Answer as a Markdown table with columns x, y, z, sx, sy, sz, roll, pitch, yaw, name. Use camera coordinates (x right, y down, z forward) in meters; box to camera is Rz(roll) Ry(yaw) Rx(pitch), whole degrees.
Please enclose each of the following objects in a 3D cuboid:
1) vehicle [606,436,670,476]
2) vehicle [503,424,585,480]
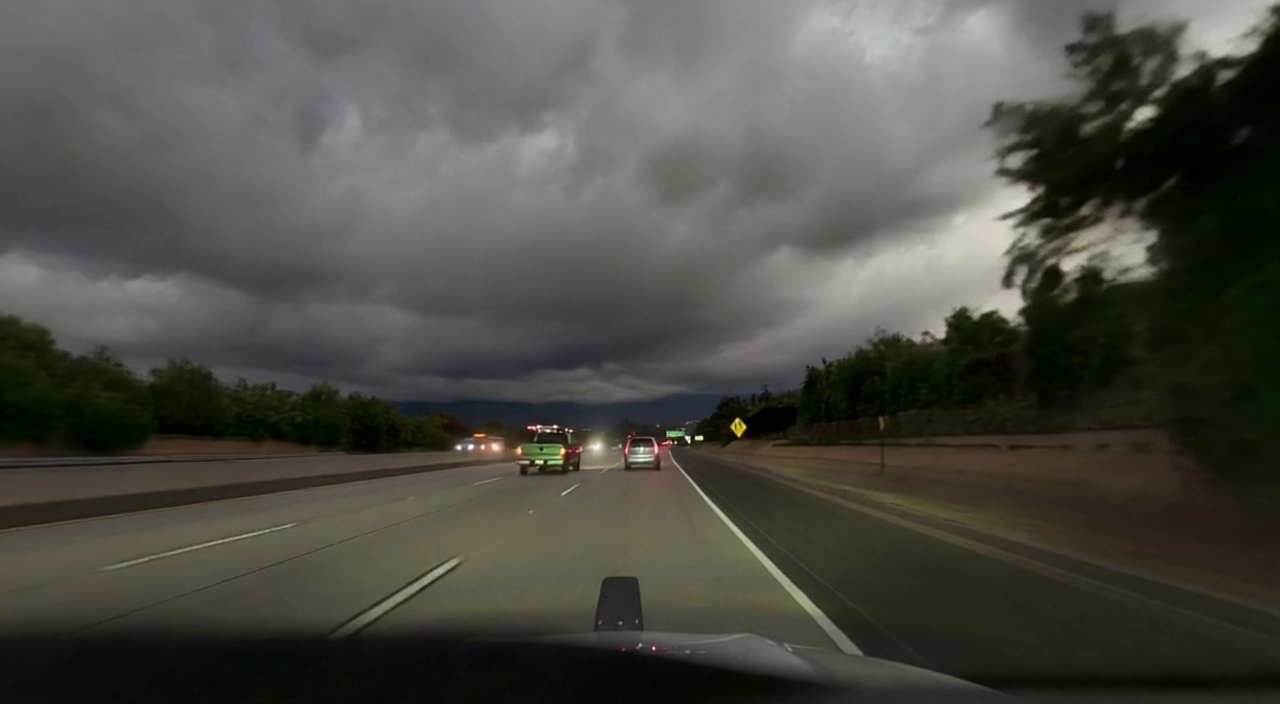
| x | y | z | sx | sy | sz | roll | pitch | yaw | name |
| --- | --- | --- | --- | --- | --- | --- | --- | --- | --- |
| -0.001 | 4.775 | 29.307 | 2.715 | 1.669 | 5.163 | 0 | -8 | 2 | vehicle |
| -3.598 | 3.880 | 24.606 | 2.250 | 1.947 | 4.860 | 0 | -8 | 2 | vehicle |
